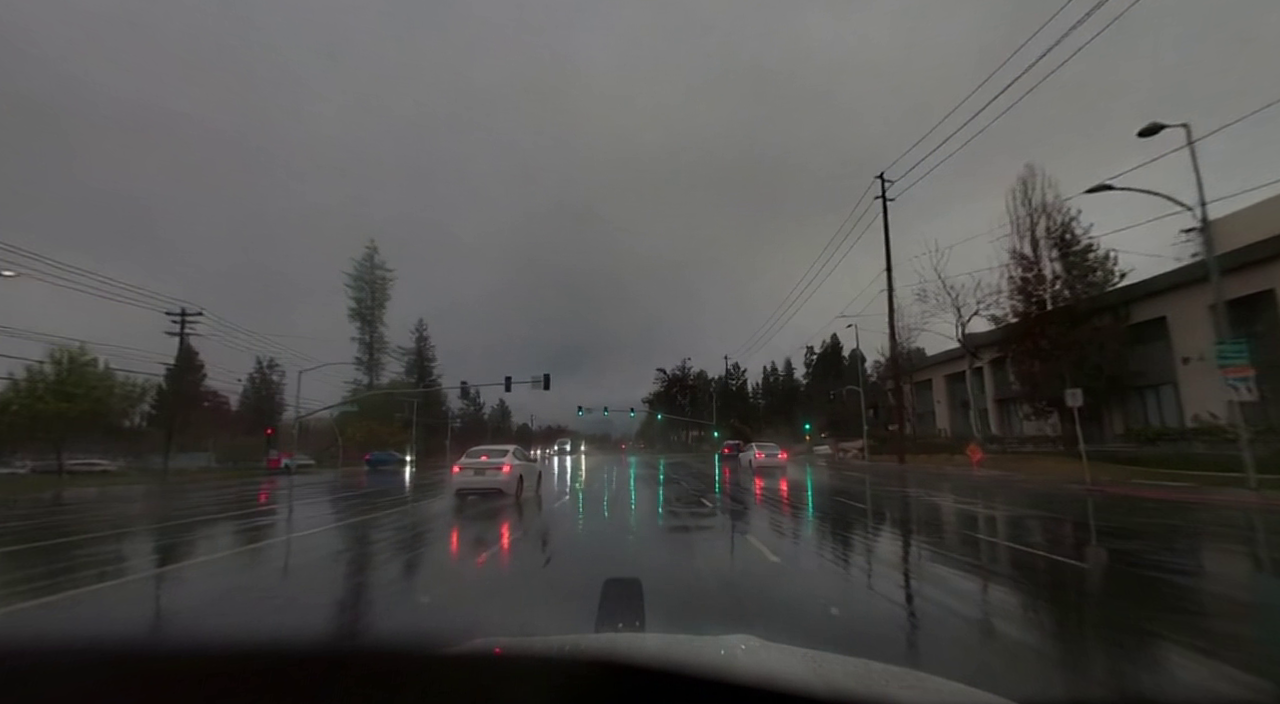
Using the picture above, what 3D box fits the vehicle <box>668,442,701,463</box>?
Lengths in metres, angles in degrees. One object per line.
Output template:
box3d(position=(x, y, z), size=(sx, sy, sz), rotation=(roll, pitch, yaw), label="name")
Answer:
box3d(position=(3.260, 7.454, 47.035), size=(1.987, 1.515, 4.521), rotation=(0, -8, -1), label="vehicle")

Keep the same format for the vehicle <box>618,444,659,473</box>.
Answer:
box3d(position=(-0.043, 5.761, 34.375), size=(2.098, 1.431, 3.958), rotation=(0, -8, 1), label="vehicle")

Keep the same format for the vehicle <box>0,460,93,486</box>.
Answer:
box3d(position=(-40.171, 8.171, 42.730), size=(4.488, 1.463, 1.905), rotation=(-2, -8, -4), label="vehicle")

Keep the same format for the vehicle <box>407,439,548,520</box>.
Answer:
box3d(position=(-3.289, 2.653, 13.733), size=(1.837, 1.463, 4.311), rotation=(0, -8, 1), label="vehicle")

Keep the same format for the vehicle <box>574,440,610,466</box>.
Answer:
box3d(position=(-3.277, 7.044, 44.075), size=(2.033, 1.714, 4.278), rotation=(0, -8, 1), label="vehicle")

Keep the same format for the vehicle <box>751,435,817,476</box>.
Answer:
box3d(position=(6.568, 4.745, 29.214), size=(1.945, 1.706, 4.190), rotation=(0, -8, -2), label="vehicle")
